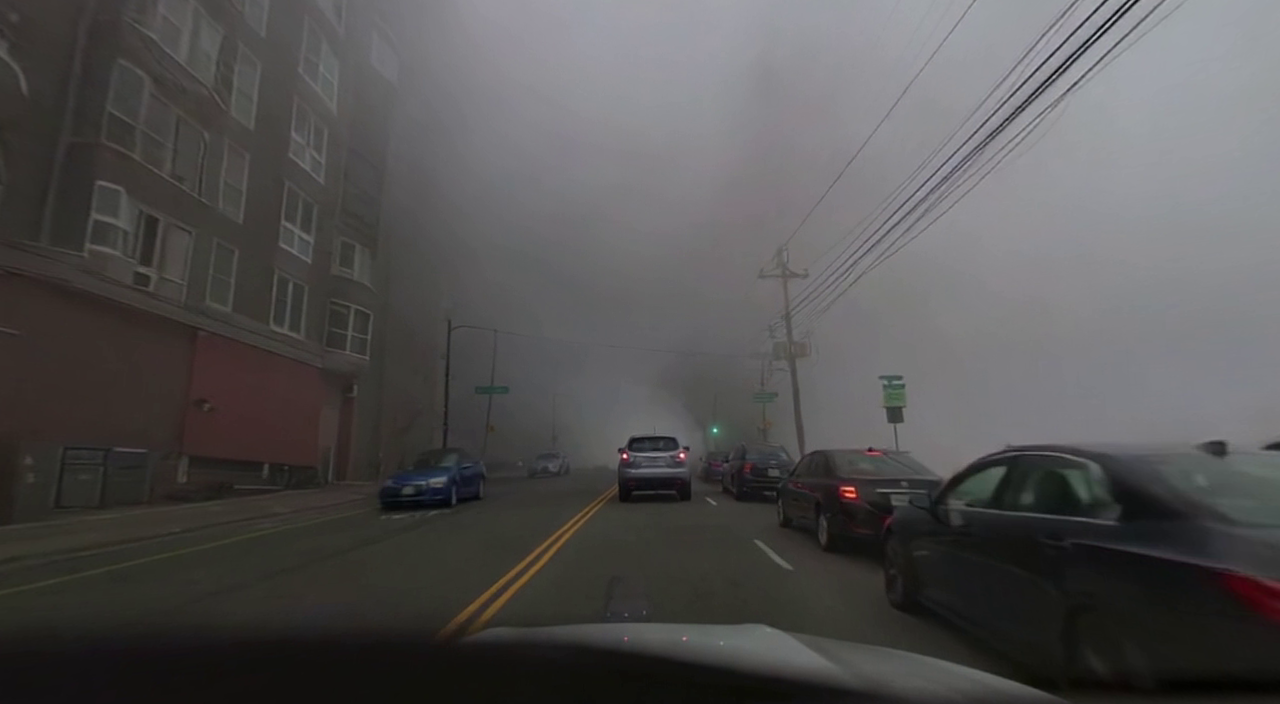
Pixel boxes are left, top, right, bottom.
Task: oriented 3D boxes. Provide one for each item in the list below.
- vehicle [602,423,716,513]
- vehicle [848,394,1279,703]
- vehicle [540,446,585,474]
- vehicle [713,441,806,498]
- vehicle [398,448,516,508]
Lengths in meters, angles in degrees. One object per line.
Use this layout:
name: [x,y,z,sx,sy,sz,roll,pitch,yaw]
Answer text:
vehicle: [0.385,2.580,14.453,2.232,1.736,4.036,0,-8,0]
vehicle: [3.127,1.144,3.786,2.116,1.487,4.988,0,-8,1]
vehicle: [-5.020,7.025,41.377,2.215,1.703,4.614,-1,-8,2]
vehicle: [3.364,3.368,18.534,1.970,1.452,4.227,-1,-8,1]
vehicle: [-5.123,3.562,18.391,1.966,1.470,4.528,-1,-8,2]
